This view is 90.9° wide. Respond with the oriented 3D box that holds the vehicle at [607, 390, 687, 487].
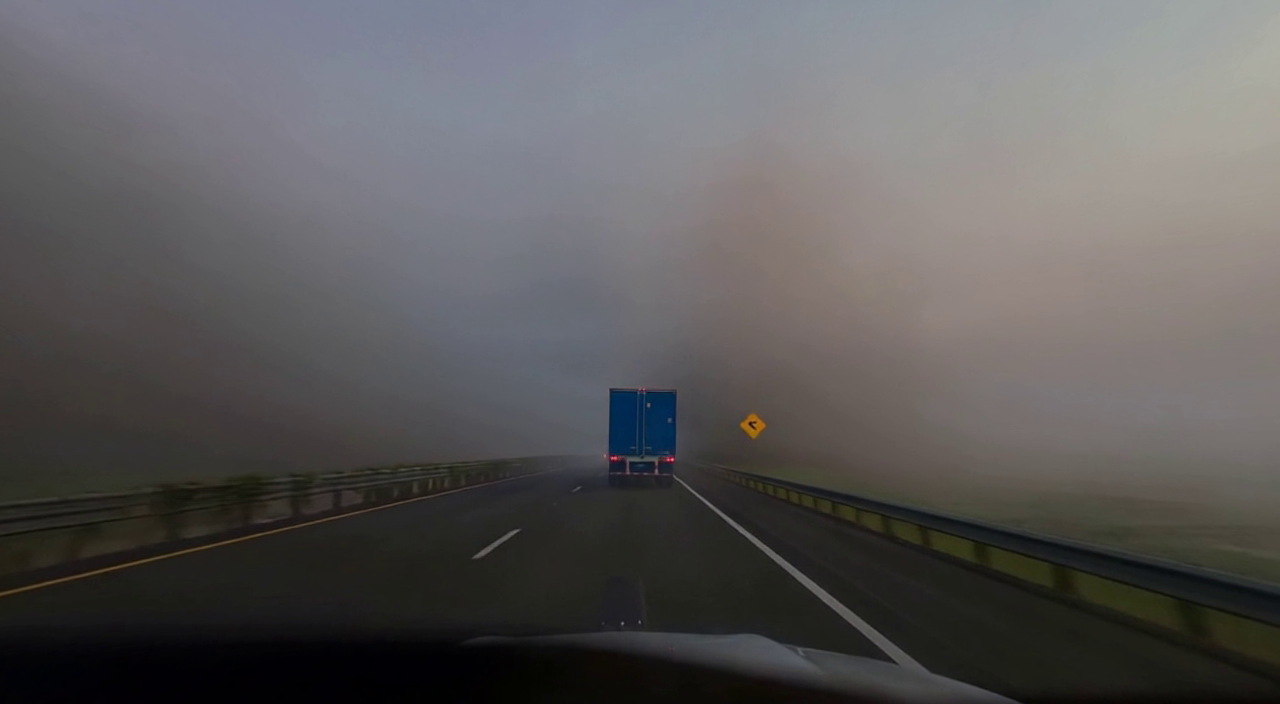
[{"bbox_3d":[0.098,3.826,27.388,2.913,3.530,8.648,0,-9,-2],"label":"vehicle"}]
